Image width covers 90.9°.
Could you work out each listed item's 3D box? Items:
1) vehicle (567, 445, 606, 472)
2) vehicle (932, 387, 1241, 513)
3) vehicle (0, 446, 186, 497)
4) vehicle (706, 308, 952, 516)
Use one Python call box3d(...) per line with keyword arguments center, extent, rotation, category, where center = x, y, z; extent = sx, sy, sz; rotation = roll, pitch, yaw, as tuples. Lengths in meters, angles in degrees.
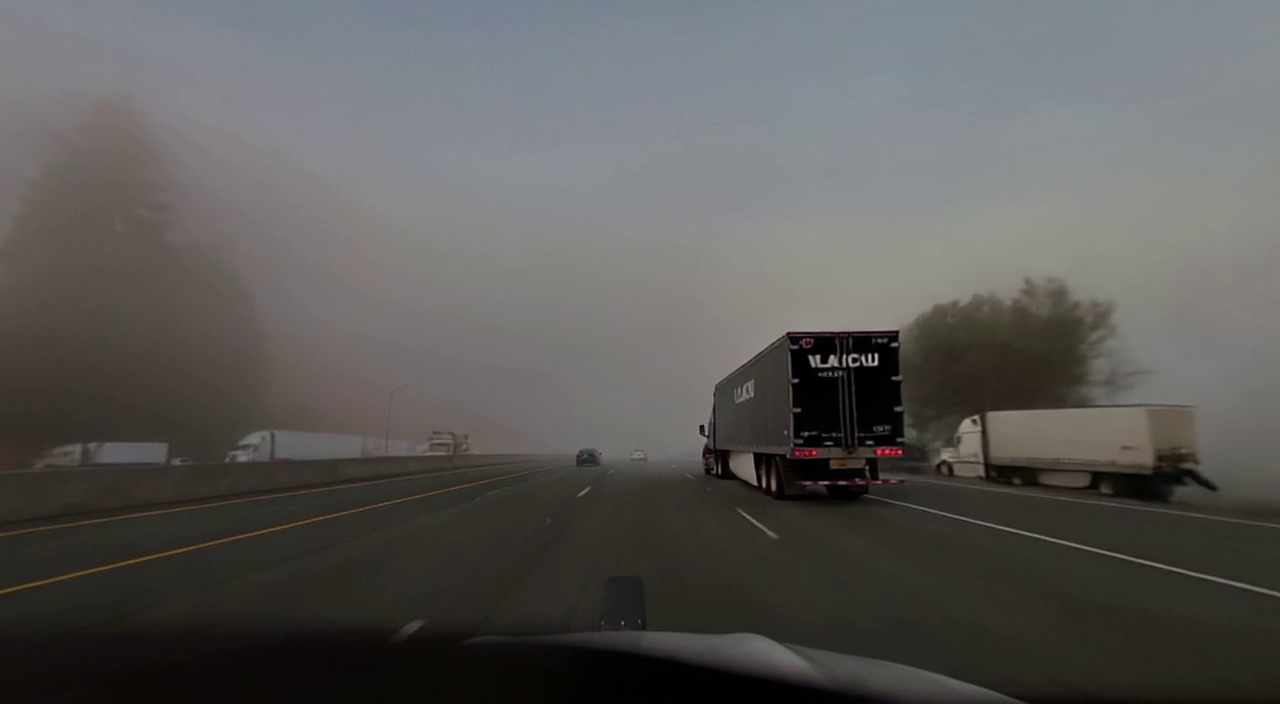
box3d(center=(-3.345, 6.733, 40.061), extent=(2.107, 1.626, 4.804), rotation=(0, -9, 0), category="vehicle")
box3d(center=(17.872, 4.282, 27.811), extent=(2.856, 4.064, 14.685), rotation=(0, -9, 0), category="vehicle")
box3d(center=(-31.144, 6.743, 36.436), extent=(2.721, 2.441, 9.568), rotation=(2, -9, -1), category="vehicle")
box3d(center=(4.393, 2.202, 19.428), extent=(2.847, 4.075, 14.244), rotation=(0, -9, -1), category="vehicle")
